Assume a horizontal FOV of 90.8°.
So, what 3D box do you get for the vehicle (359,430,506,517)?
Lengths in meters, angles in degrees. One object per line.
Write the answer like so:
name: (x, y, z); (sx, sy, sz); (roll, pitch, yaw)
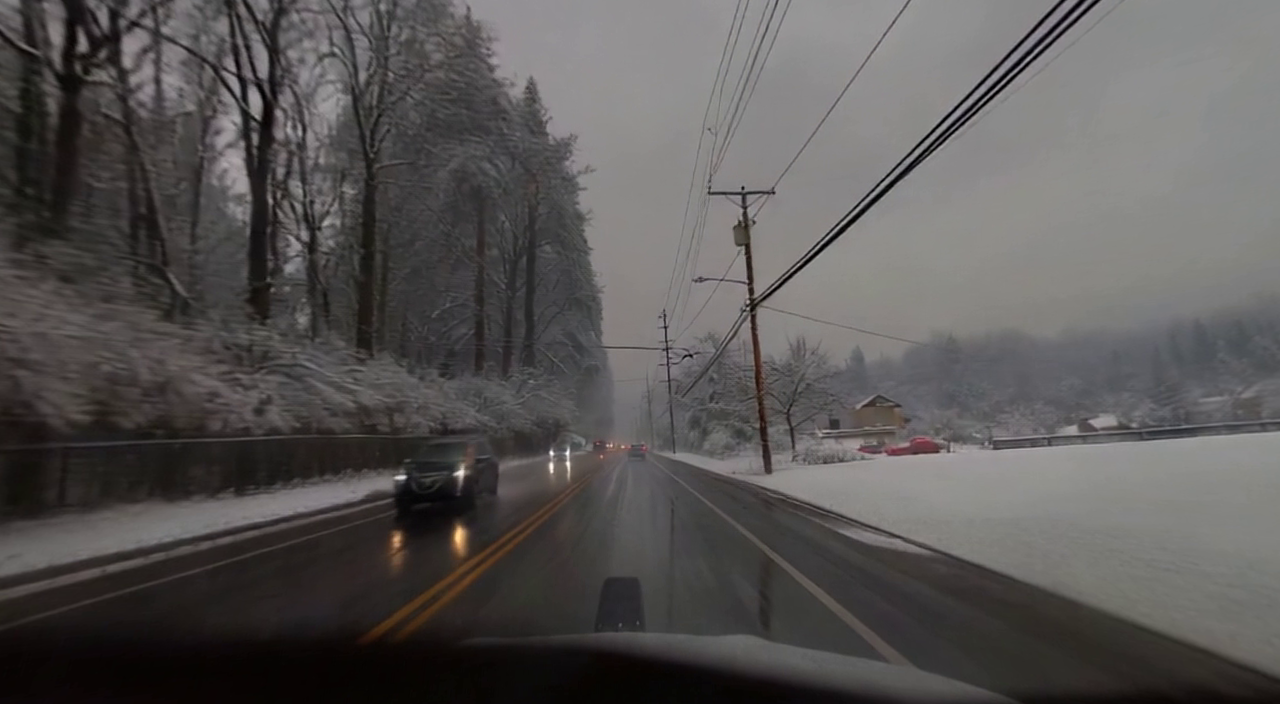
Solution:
vehicle: (-4.621, 2.756, 14.880); (2.114, 1.712, 4.340); (0, -8, -2)
